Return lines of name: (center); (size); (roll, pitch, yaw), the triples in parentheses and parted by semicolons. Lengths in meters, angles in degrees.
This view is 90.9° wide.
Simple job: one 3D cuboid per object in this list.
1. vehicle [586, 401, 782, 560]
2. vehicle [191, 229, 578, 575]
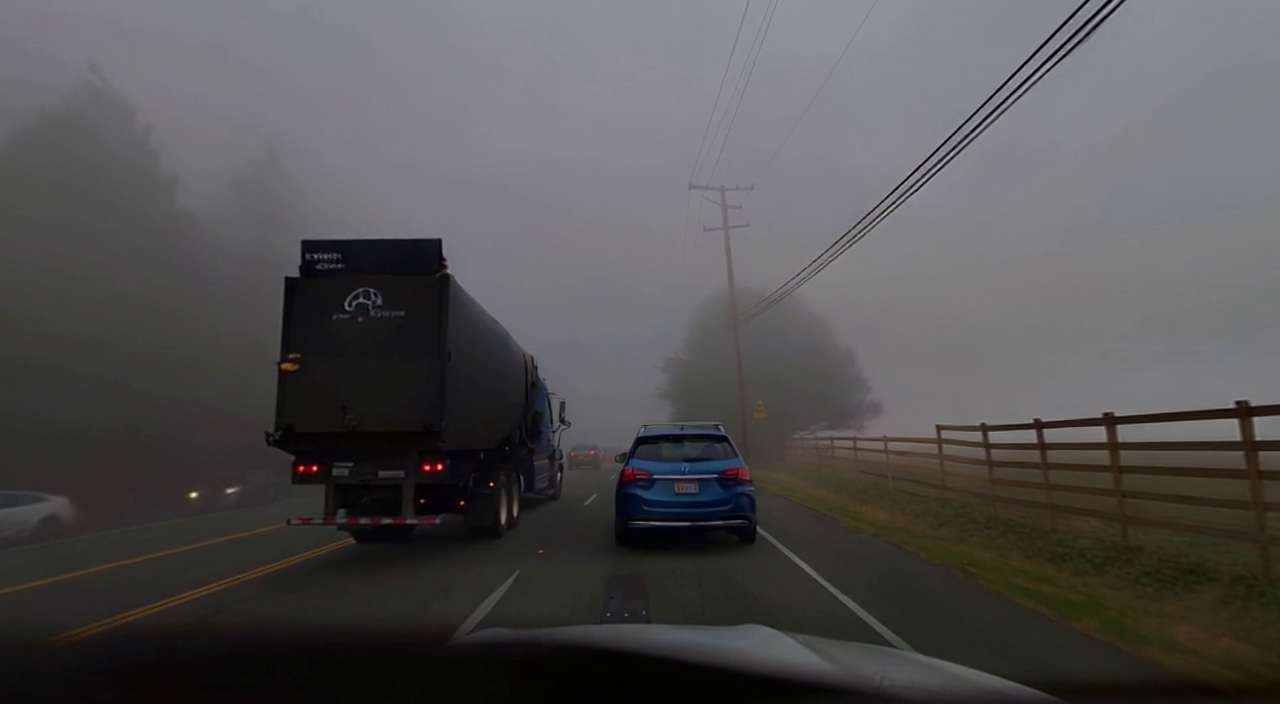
vehicle: (0.464, 1.738, 9.126); (2.174, 1.749, 4.113); (0, -9, -1)
vehicle: (-3.071, 1.126, 11.138); (2.928, 3.658, 8.980); (0, -9, 1)
